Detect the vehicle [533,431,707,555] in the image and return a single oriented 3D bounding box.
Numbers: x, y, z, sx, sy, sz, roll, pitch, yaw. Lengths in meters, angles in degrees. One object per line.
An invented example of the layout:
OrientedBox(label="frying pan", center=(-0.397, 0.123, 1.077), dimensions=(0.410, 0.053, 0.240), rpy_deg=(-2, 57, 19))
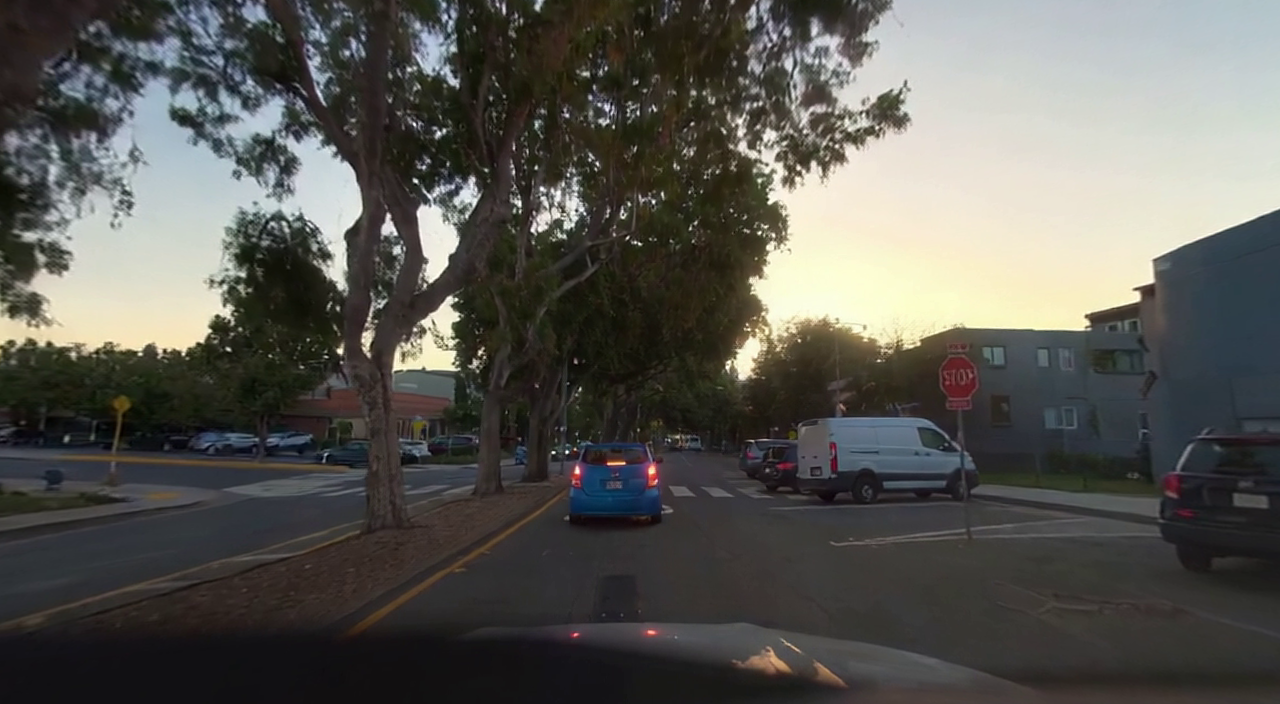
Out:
OrientedBox(label="vehicle", center=(-0.304, 2.023, 9.828), dimensions=(2.065, 1.450, 4.522), rpy_deg=(0, -9, -2))

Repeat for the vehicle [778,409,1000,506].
OrientedBox(label="vehicle", center=(6.430, 2.675, 16.273), dimensions=(5.385, 2.146, 2.143), rpy_deg=(4, -10, -26))

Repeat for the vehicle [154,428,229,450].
OrientedBox(label="vehicle", center=(-32.251, 6.274, 45.473), dimensions=(3.915, 1.574, 1.850), rpy_deg=(0, -9, 2))

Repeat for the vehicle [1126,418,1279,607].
OrientedBox(label="vehicle", center=(7.298, 1.596, 6.765), dimensions=(3.957, 1.650, 1.971), rpy_deg=(6, -10, -33))

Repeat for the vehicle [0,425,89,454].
OrientedBox(label="vehicle", center=(-32.189, 4.649, 33.404), dimensions=(4.006, 1.491, 2.007), rpy_deg=(1, -9, -5))
